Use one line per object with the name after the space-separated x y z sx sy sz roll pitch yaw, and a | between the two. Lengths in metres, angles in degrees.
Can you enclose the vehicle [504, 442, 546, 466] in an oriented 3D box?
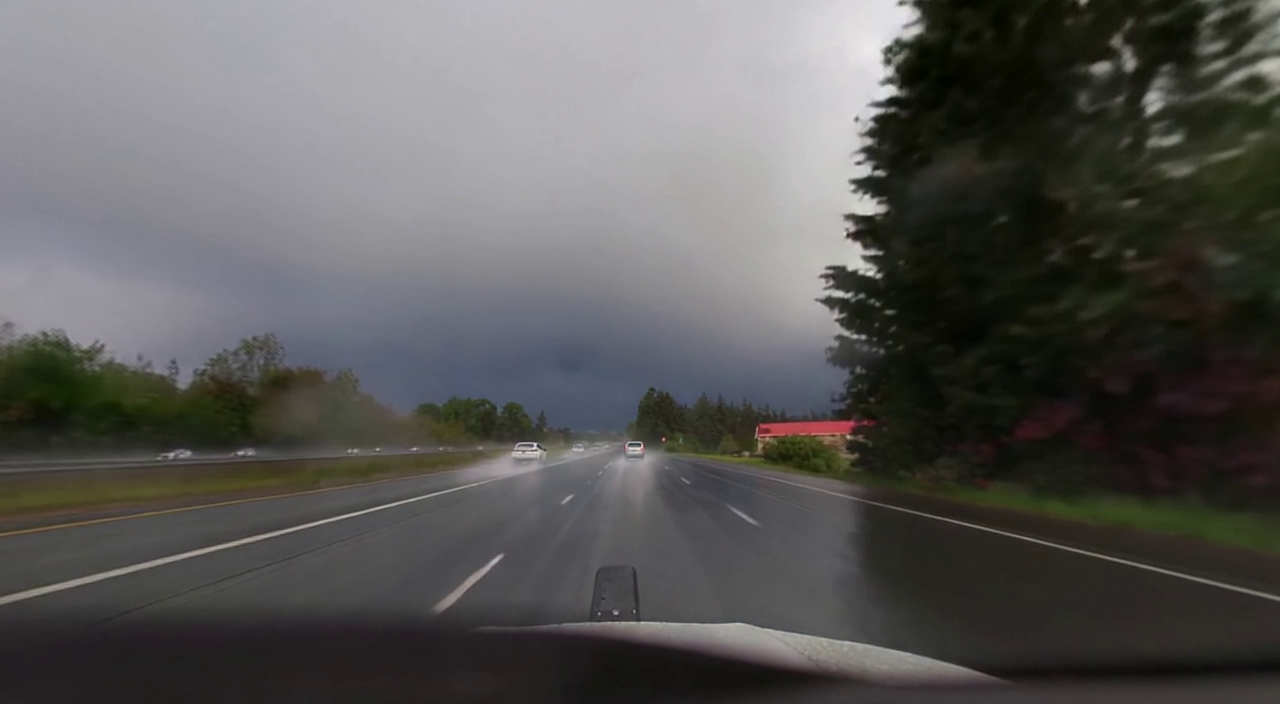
-7.847 6.997 43.456 1.991 1.572 4.314 0 -9 0 | vehicle
